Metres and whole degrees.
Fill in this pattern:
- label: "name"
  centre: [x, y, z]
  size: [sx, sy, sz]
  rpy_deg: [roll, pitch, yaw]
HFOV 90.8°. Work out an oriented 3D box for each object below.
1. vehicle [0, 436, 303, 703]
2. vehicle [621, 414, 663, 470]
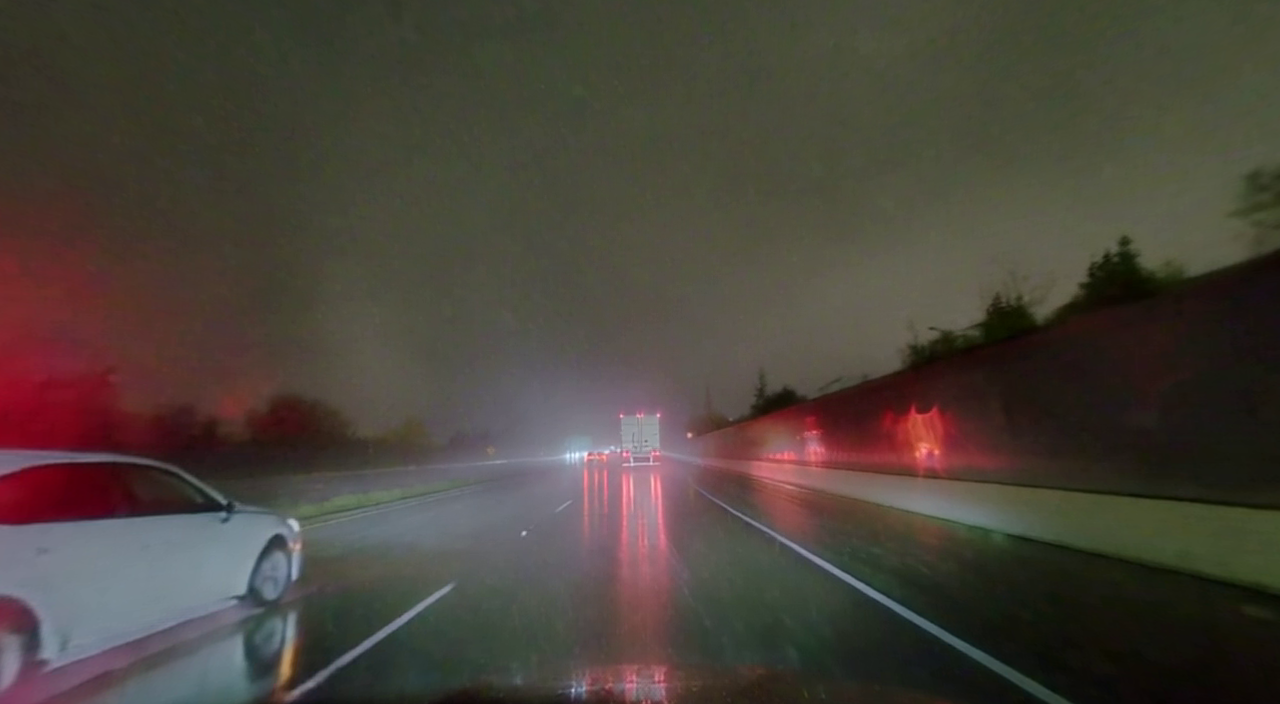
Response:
- label: "vehicle"
  centre: [-4.053, 1.244, 3.704]
  size: [1.839, 1.451, 4.097]
  rpy_deg: [-1, -9, 1]
- label: "vehicle"
  centre: [0.024, 6.936, 48.247]
  size: [2.864, 3.805, 9.500]
  rpy_deg: [0, -9, -2]
